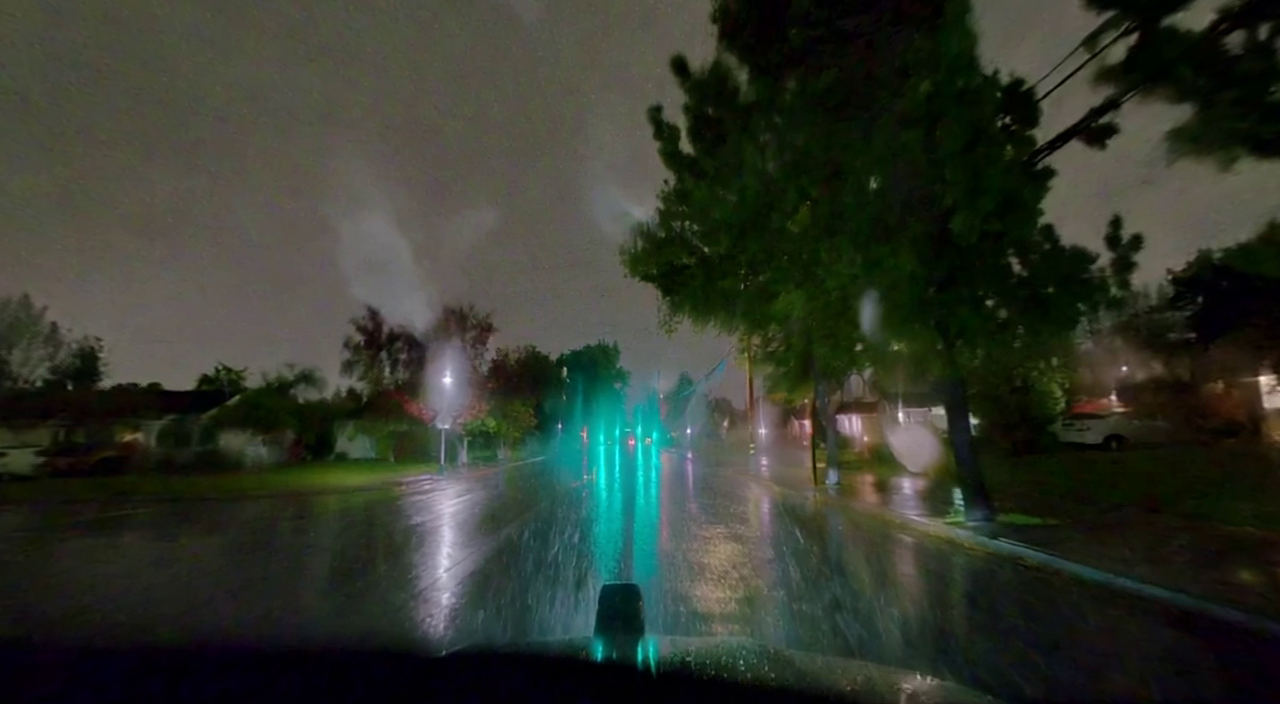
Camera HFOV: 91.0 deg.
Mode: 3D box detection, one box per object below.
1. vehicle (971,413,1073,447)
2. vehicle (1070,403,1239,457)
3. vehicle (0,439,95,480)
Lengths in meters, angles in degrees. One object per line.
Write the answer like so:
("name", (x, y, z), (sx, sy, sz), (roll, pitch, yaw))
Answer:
("vehicle", (18.887, 3.888, 31.243), (3.730, 1.604, 2.027), (0, -8, 2))
("vehicle", (17.062, 2.624, 21.040), (3.882, 1.686, 1.881), (0, -8, 2))
("vehicle", (-24.699, 4.172, 24.673), (1.953, 1.507, 5.016), (-1, -8, 4))
